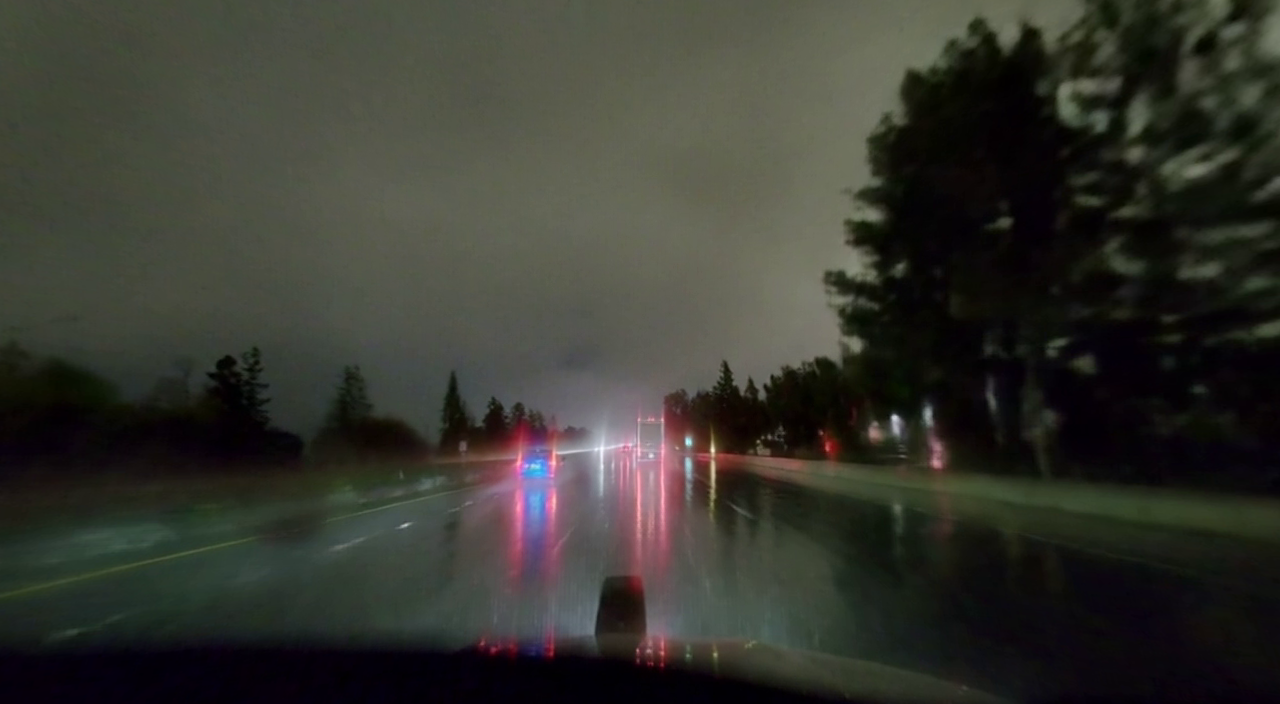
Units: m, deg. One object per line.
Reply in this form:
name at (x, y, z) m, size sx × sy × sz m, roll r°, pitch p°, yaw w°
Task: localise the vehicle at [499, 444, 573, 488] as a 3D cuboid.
vehicle at (-3.960, 4.453, 24.964) m, size 1.999 × 1.533 × 4.870 m, roll -1°, pitch -9°, yaw 1°
